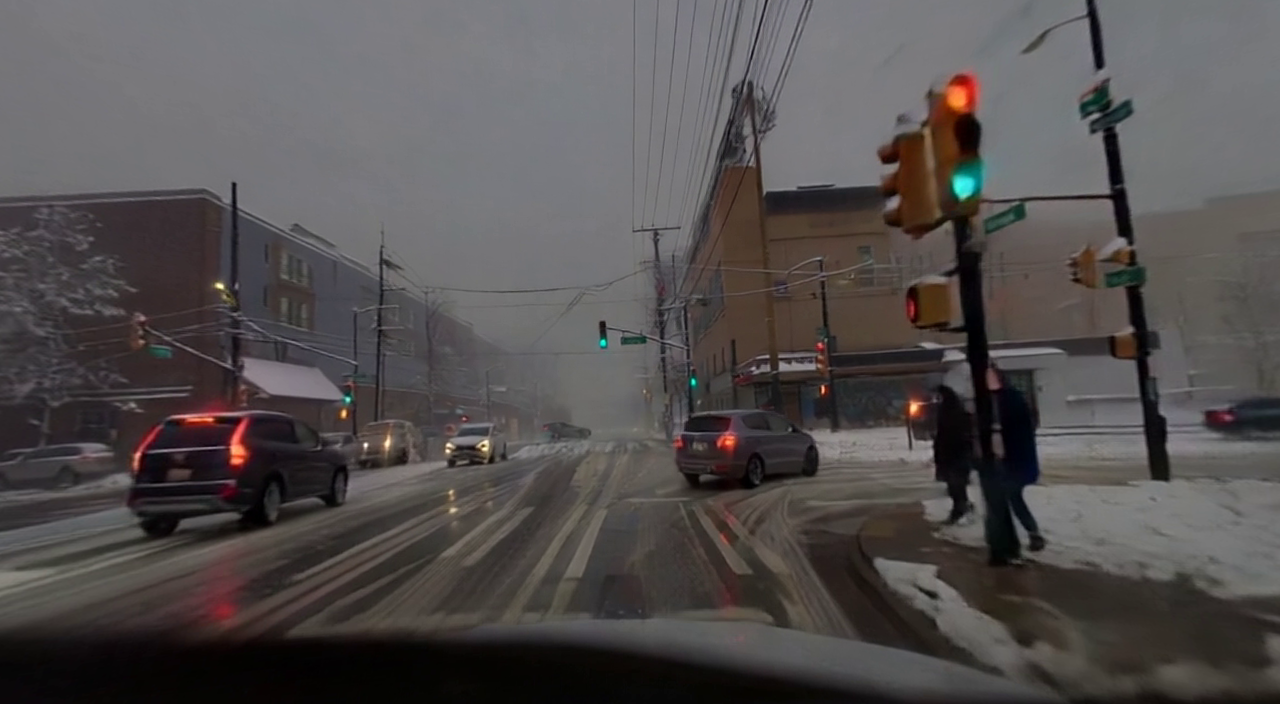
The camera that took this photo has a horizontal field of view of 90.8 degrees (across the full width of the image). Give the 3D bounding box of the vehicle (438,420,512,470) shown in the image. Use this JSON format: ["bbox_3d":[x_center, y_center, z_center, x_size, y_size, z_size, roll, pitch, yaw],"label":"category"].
[{"bbox_3d":[-5.513,3.034,20.999,2.097,1.457,4.439,2,-8,-16],"label":"vehicle"}]

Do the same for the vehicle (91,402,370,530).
[{"bbox_3d":[-6.573,1.848,10.896,2.063,1.751,4.229,0,-7,-2],"label":"vehicle"}]

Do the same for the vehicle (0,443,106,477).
[{"bbox_3d":[-34.664,6.326,37.287,4.492,1.880,1.879,0,-7,-1],"label":"vehicle"}]

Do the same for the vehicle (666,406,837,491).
[{"bbox_3d":[2.552,1.955,13.616,2.059,1.497,4.260,-5,-7,33],"label":"vehicle"}]

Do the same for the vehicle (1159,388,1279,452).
[{"bbox_3d":[18.884,2.030,19.228,4.478,1.749,2.161,-1,-7,-9],"label":"vehicle"}]

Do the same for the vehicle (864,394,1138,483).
[{"bbox_3d":[7.479,1.766,13.351,4.714,1.686,1.973,1,-6,-8],"label":"vehicle"}]
